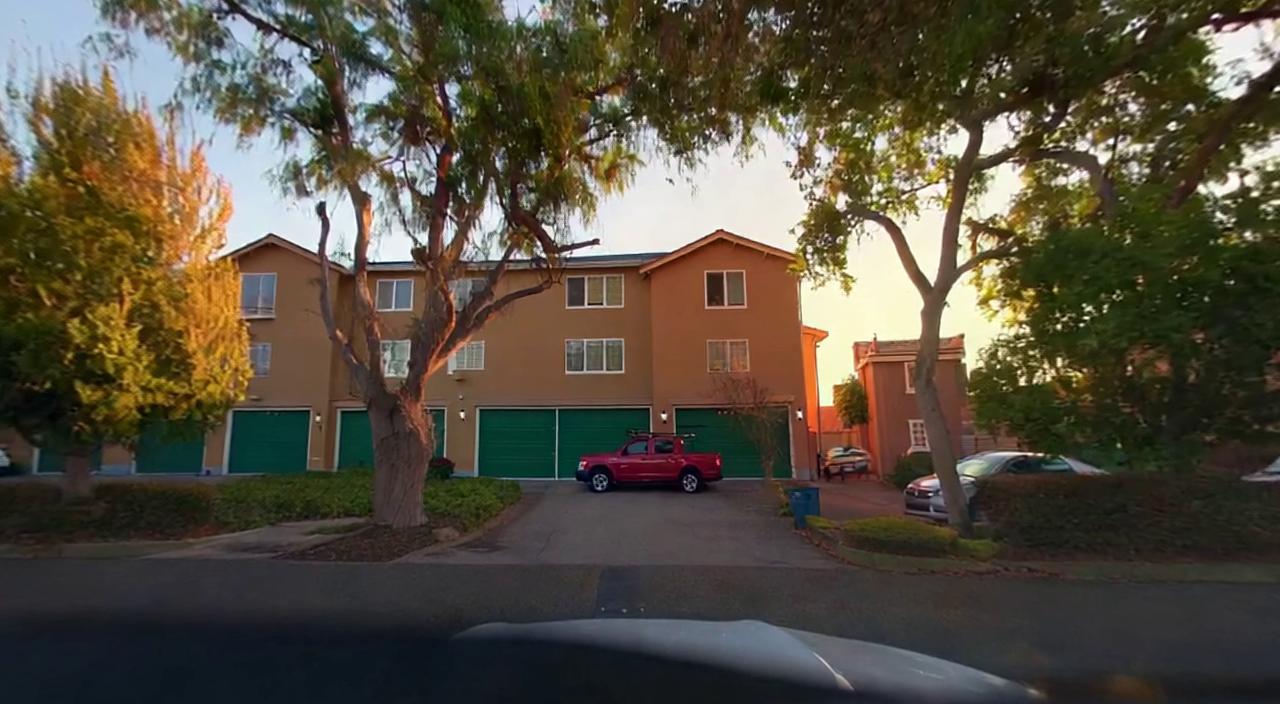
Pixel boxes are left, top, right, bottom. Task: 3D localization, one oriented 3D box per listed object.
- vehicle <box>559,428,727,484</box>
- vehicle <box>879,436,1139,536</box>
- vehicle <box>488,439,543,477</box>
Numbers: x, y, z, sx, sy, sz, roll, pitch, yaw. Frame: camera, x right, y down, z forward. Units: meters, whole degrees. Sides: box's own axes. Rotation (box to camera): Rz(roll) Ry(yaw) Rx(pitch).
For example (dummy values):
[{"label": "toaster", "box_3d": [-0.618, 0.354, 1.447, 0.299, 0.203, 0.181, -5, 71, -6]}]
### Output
[{"label": "vehicle", "box_3d": [0.071, 3.617, 22.161, 5.600, 1.835, 2.161, 0, -8, -2]}, {"label": "vehicle", "box_3d": [7.307, 2.606, 12.777, 4.074, 1.617, 2.112, 1, -4, -9]}, {"label": "vehicle", "box_3d": [-5.908, 5.026, 30.255, 1.869, 1.460, 3.826, -3, -6, -1]}]
